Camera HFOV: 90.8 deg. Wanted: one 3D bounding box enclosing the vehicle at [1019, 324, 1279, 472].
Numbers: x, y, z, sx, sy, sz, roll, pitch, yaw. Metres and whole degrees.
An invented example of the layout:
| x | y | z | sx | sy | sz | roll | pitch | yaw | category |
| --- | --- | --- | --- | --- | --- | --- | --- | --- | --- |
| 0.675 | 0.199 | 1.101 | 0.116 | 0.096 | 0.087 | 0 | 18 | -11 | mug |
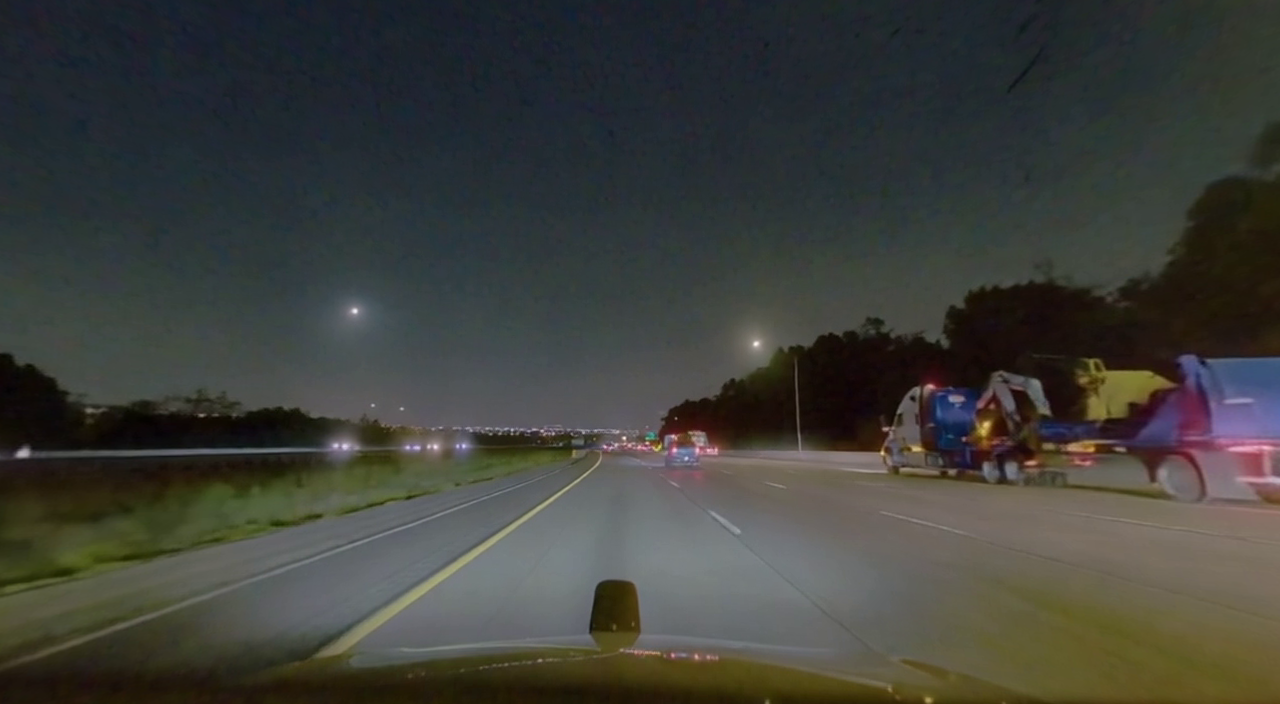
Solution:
| x | y | z | sx | sy | sz | roll | pitch | yaw | category |
| --- | --- | --- | --- | --- | --- | --- | --- | --- | --- |
| 14.057 | 1.462 | 16.906 | 3.476 | 3.195 | 6.407 | 1 | -8 | -4 | vehicle |

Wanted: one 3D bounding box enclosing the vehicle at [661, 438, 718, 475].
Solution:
| x | y | z | sx | sy | sz | roll | pitch | yaw | category |
| --- | --- | --- | --- | --- | --- | --- | --- | --- | --- |
| 2.400 | 5.283 | 32.123 | 2.305 | 1.729 | 4.526 | 1 | -8 | -3 | vehicle |
